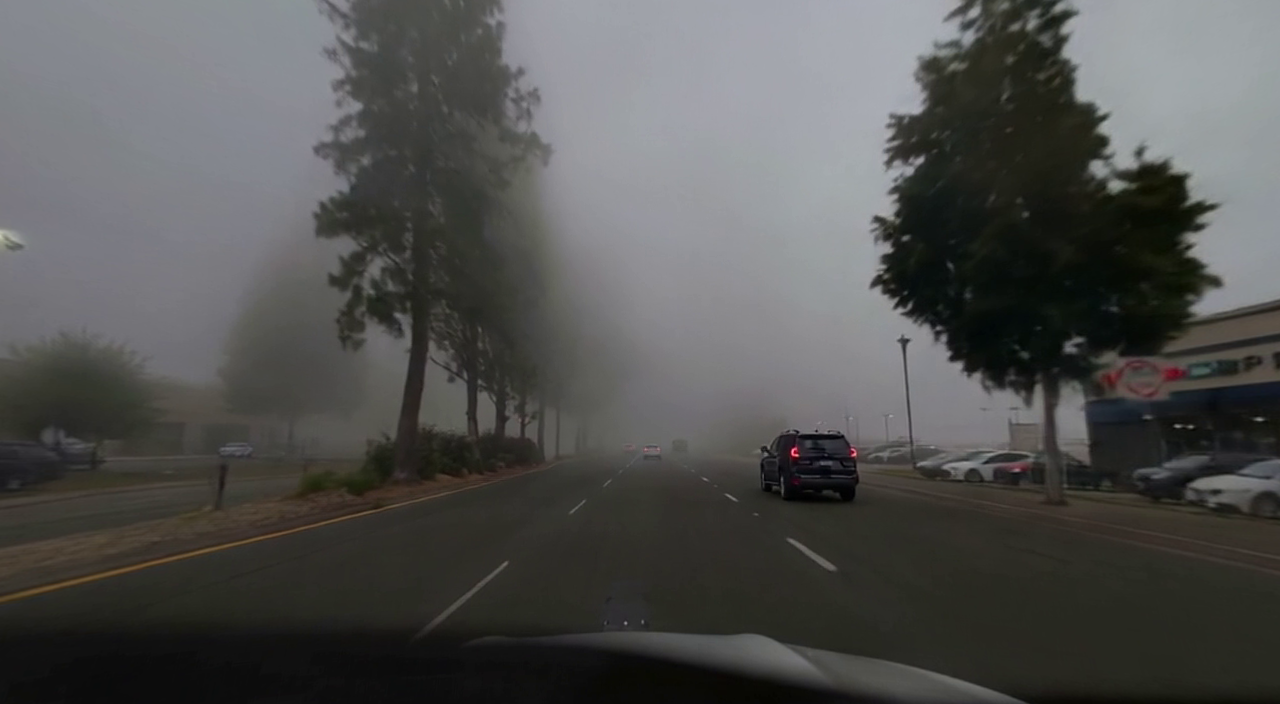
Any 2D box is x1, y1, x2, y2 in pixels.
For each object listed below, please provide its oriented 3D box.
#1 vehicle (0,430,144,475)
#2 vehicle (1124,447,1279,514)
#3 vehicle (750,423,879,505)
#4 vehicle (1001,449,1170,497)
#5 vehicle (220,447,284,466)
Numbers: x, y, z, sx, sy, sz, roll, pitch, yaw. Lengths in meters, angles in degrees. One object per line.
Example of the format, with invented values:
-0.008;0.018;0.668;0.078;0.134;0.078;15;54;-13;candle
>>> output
-28.318;4.905;30.913;2.344;1.946;6.771;-1;-9;2;vehicle
17.769;3.768;18.745;4.864;1.838;2.123;0;-8;3;vehicle
4.210;2.789;16.092;2.024;1.773;4.431;0;-8;0;vehicle
17.773;4.833;25.354;5.012;1.813;2.291;0;-8;0;vehicle
-29.287;7.859;47.611;3.695;1.400;1.658;0;-8;1;vehicle
